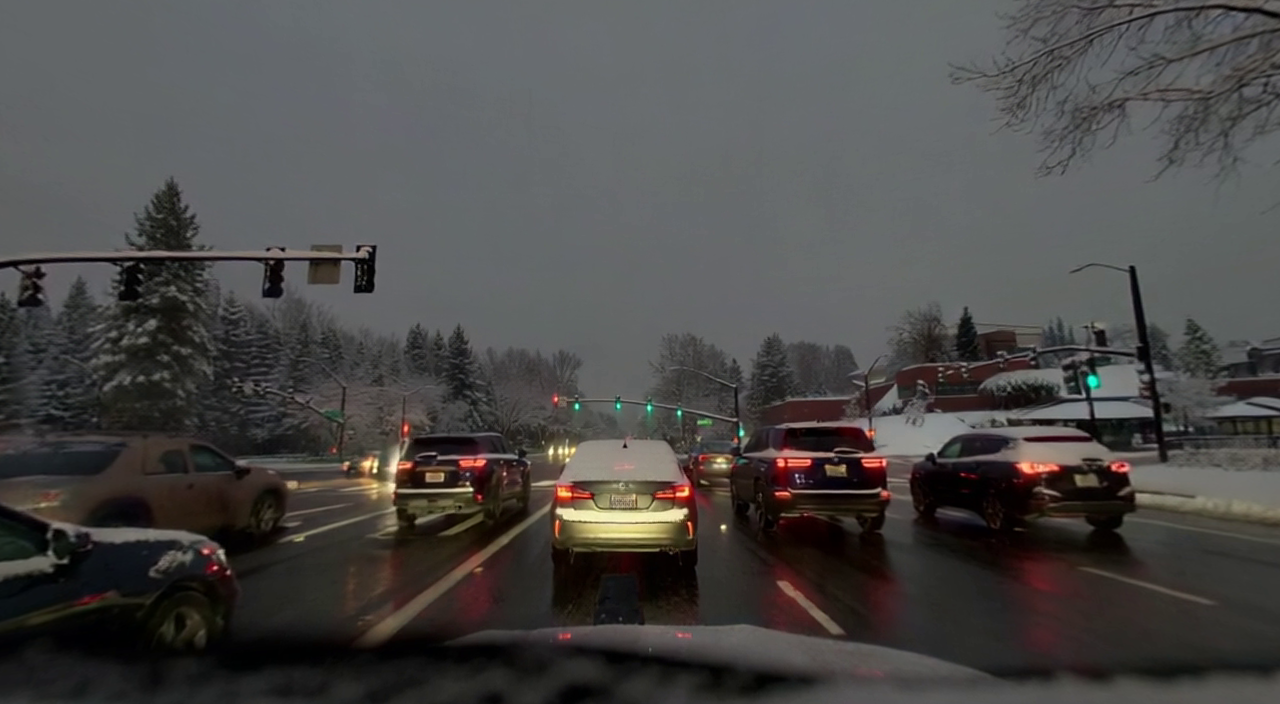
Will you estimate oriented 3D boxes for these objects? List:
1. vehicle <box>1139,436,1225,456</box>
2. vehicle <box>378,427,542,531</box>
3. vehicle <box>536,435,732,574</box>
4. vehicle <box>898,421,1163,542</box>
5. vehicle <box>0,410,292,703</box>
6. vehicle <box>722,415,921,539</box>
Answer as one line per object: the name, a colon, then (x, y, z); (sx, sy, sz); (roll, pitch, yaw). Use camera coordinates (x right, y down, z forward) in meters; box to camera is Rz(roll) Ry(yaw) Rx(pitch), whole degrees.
vehicle: (40.060, 6.924, 46.738); (4.644, 1.430, 1.781); (0, -9, -1)
vehicle: (-3.354, 2.451, 12.763); (2.033, 1.714, 4.278); (0, -8, 0)
vehicle: (-0.111, 1.936, 8.826); (2.098, 1.461, 3.958); (0, -8, -1)
vehicle: (6.474, 2.169, 11.220); (1.945, 1.706, 4.190); (0, -8, -1)
vehicle: (-3.189, 0.861, 1.630); (2.045, 1.463, 4.490); (0, -8, -1)
vehicle: (2.921, 2.141, 11.434); (2.138, 1.778, 4.422); (0, -8, -2)
